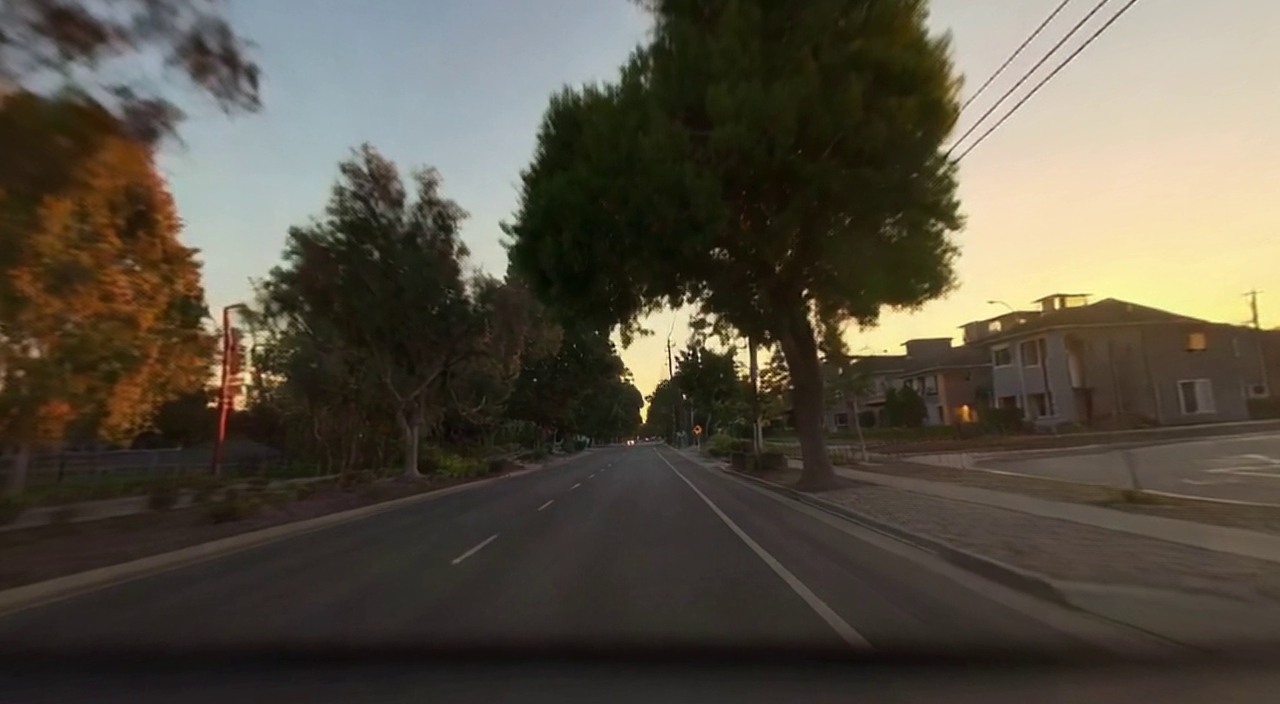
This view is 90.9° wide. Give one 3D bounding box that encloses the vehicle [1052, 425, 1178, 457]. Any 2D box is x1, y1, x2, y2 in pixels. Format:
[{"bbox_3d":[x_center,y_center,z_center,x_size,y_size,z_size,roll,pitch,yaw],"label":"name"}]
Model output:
[{"bbox_3d":[22.012,4.157,29.345,4.271,1.424,1.941,0,-8,1],"label":"vehicle"}]
